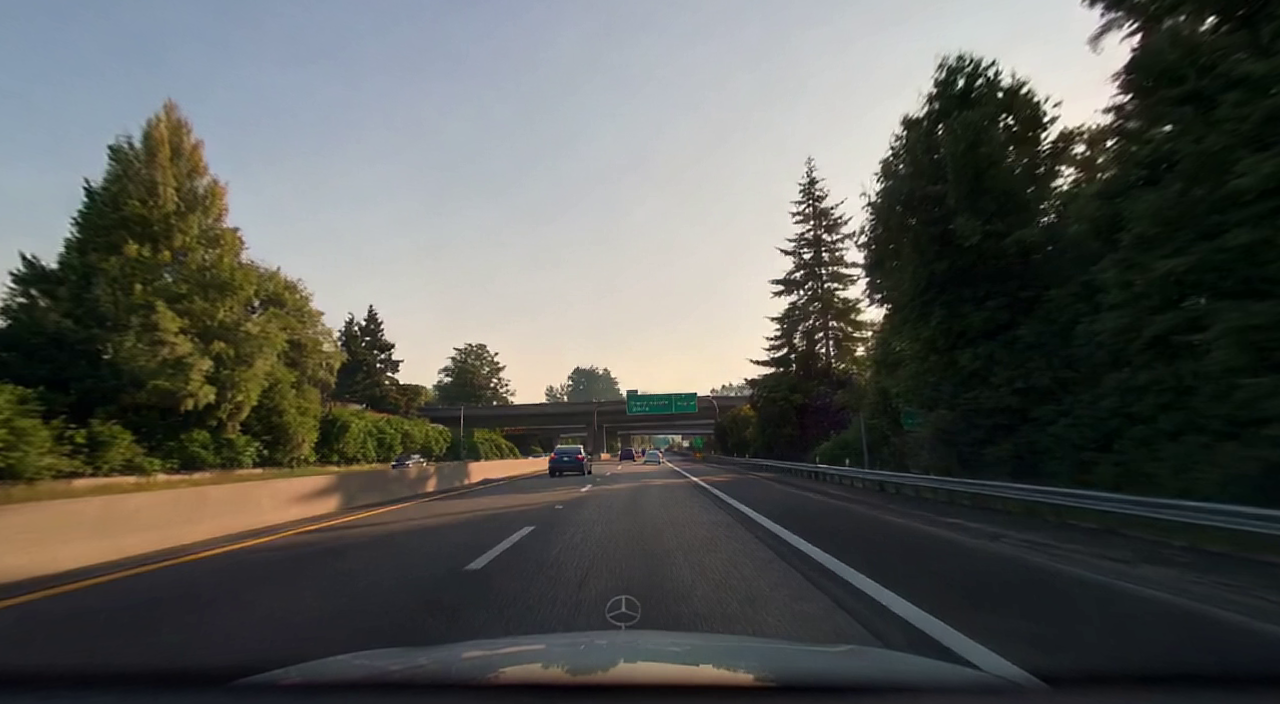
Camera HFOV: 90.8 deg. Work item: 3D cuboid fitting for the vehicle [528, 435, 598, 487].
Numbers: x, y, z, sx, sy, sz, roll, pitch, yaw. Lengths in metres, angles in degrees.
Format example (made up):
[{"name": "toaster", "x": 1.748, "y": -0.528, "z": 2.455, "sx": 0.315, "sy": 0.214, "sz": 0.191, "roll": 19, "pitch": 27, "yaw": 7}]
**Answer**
[{"name": "vehicle", "x": -2.918, "y": 4.258, "z": 24.986, "sx": 2.143, "sy": 1.853, "sz": 4.123, "roll": -1, "pitch": -9, "yaw": 2}]
